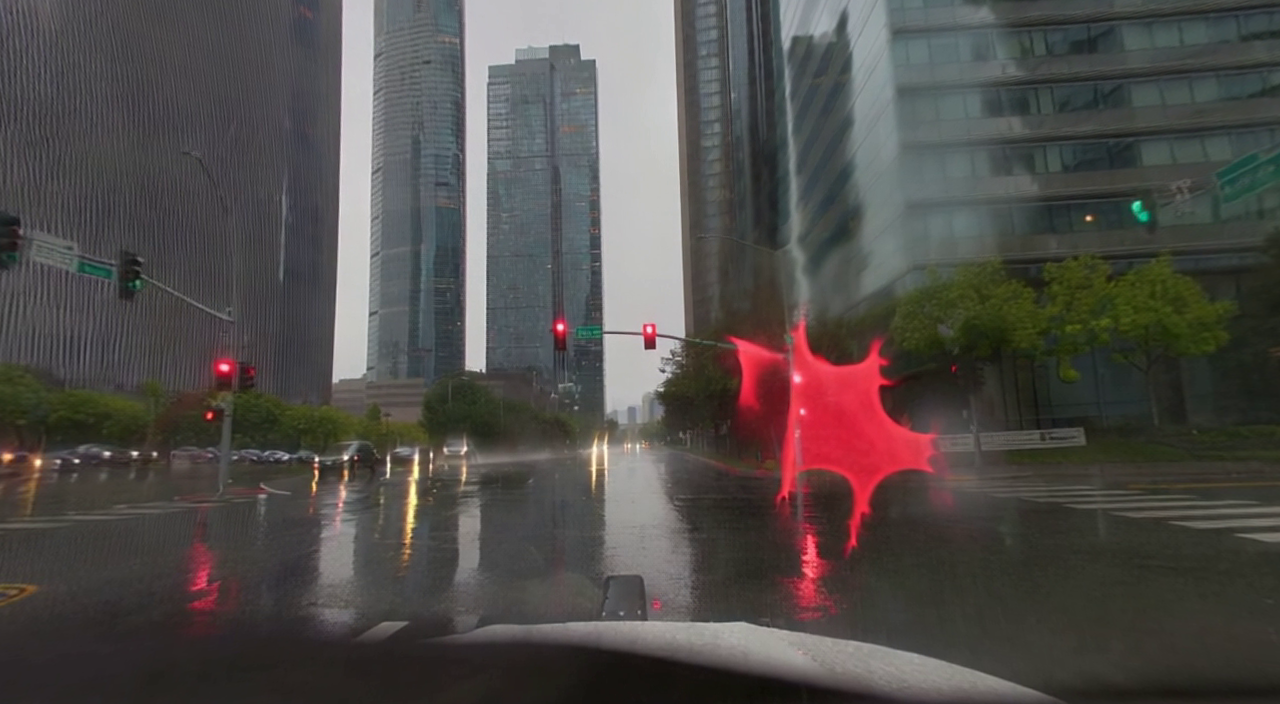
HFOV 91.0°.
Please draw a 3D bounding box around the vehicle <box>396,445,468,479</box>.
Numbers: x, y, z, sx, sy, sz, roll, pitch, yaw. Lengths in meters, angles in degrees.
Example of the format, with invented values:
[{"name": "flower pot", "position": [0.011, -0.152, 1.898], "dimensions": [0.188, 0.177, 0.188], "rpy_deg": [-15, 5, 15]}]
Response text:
[{"name": "vehicle", "position": [-11.586, 6.138, 35.466], "dimensions": [2.069, 1.771, 4.947], "rpy_deg": [0, -9, 3]}]
